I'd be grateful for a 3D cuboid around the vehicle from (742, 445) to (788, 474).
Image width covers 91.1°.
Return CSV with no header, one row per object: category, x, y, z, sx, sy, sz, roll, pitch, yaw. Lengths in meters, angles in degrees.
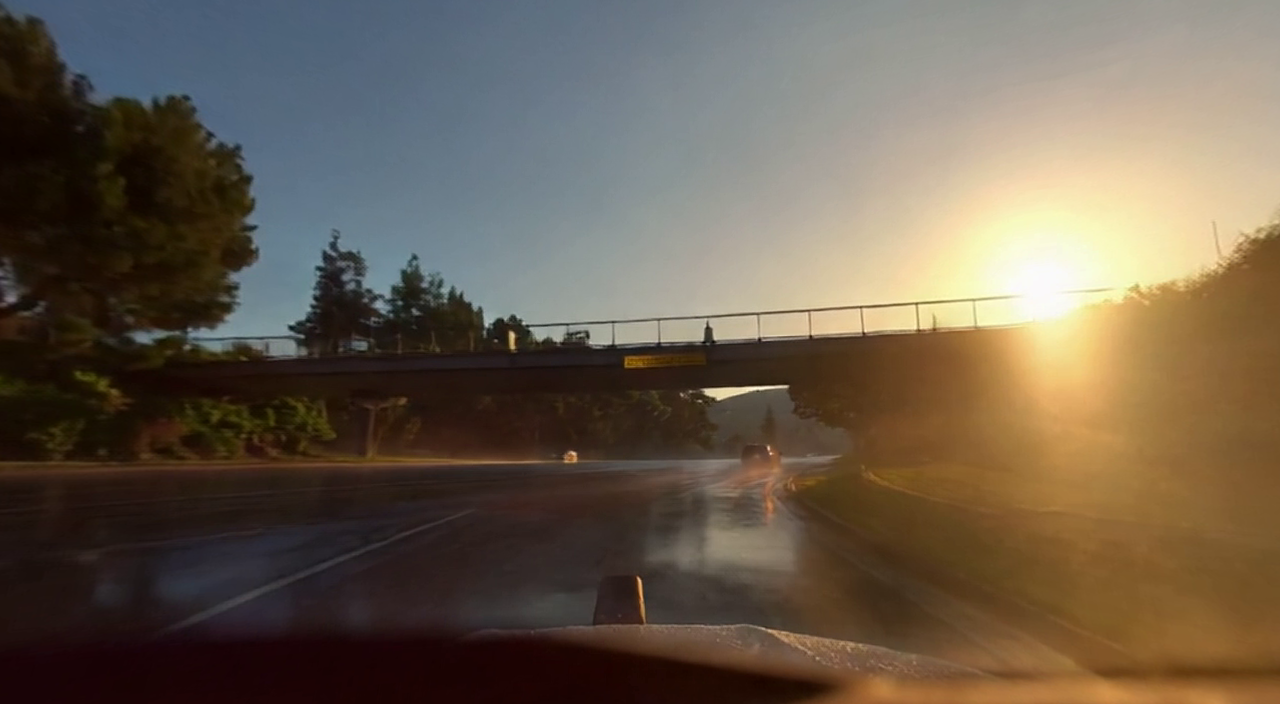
vehicle,6.809,5.809,34.021,1.980,1.449,3.650,-3,-9,18
